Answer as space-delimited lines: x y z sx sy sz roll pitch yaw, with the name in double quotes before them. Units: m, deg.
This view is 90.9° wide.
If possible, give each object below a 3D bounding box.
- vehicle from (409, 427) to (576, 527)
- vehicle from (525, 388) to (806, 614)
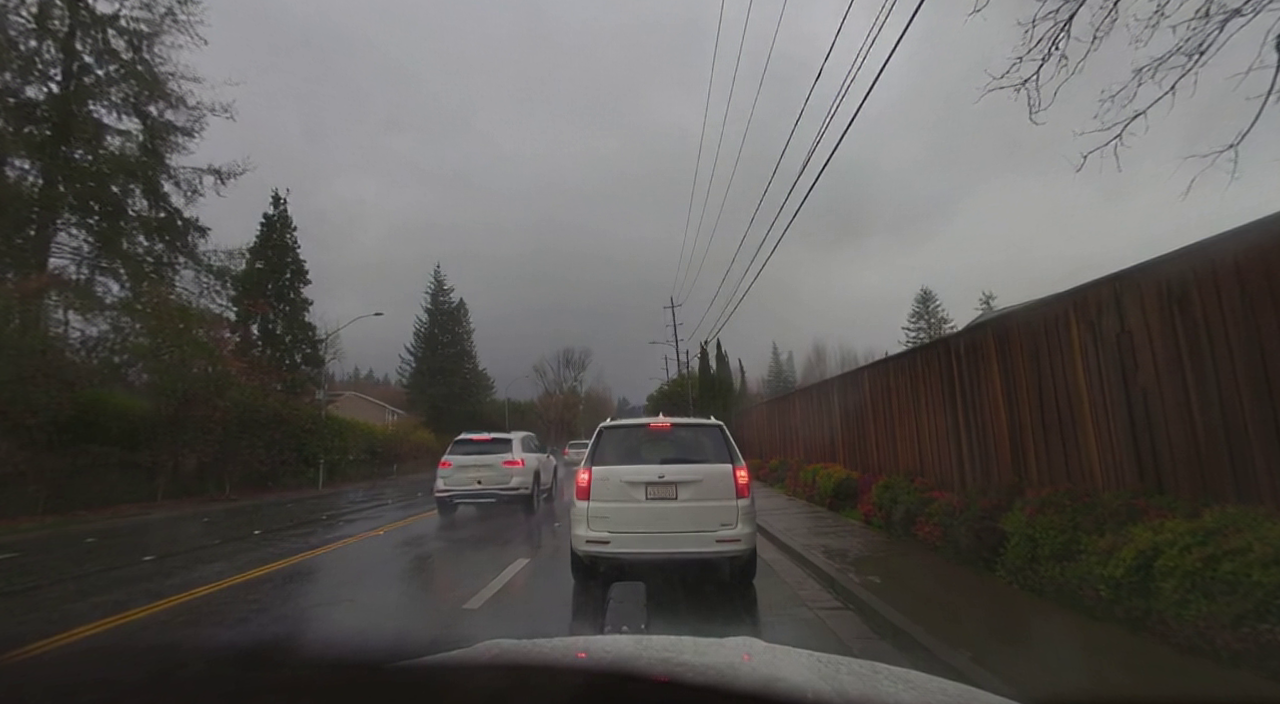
"vehicle" -2.696 2.439 12.905 2.176 1.653 4.666 0 -9 2
"vehicle" 0.195 1.464 7.039 2.174 1.749 4.113 0 -9 0
